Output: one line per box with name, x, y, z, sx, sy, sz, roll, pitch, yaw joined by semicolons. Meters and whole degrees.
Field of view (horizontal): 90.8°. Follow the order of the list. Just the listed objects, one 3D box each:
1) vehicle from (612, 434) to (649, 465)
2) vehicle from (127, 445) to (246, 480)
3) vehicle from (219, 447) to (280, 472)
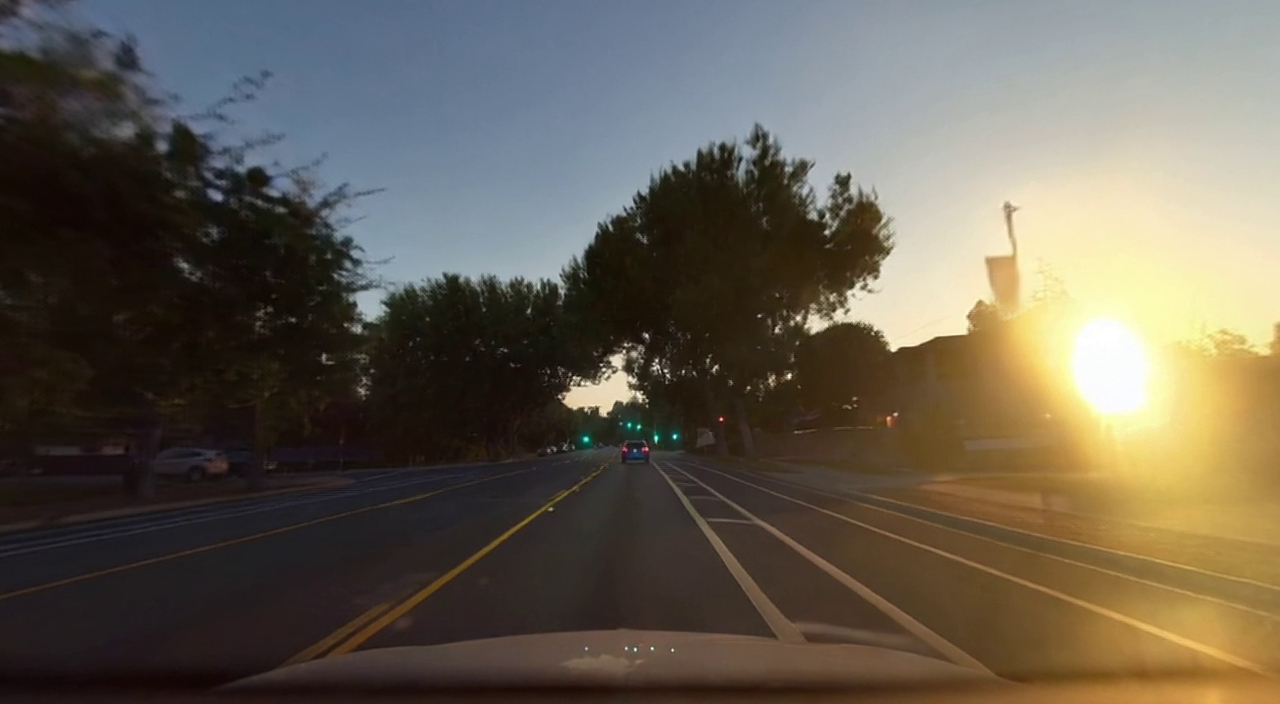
vehicle;-0.583;6.183;40.152;2.230;1.827;4.298;0;-8;-1
vehicle;-22.072;5.370;30.883;4.241;1.601;1.970;0;-8;1
vehicle;-24.735;6.815;40.137;1.830;1.467;4.270;2;-9;-11
